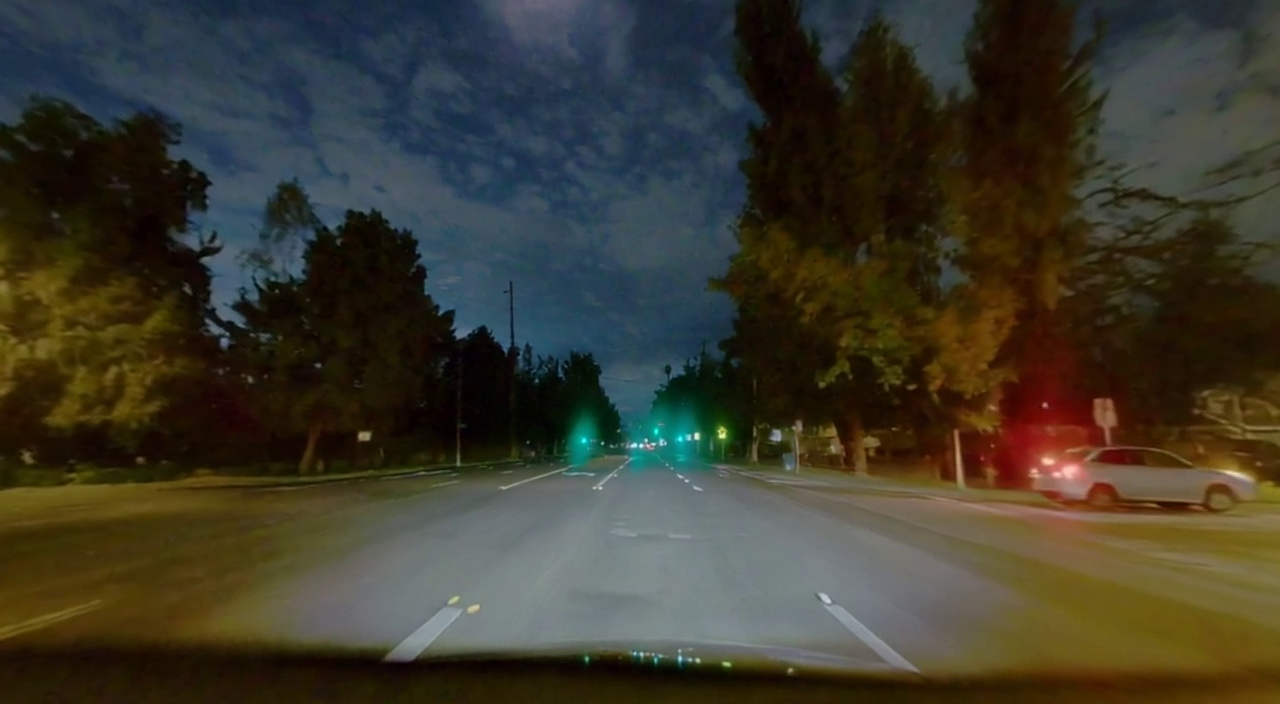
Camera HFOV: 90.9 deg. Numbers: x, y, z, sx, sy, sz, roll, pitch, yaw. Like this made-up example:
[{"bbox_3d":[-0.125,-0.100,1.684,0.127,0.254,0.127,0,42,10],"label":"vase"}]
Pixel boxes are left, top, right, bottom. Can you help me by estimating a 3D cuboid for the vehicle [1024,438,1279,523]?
[{"bbox_3d":[11.018,2.626,13.272,4.565,1.600,2.023,1,-9,-5],"label":"vehicle"}]
